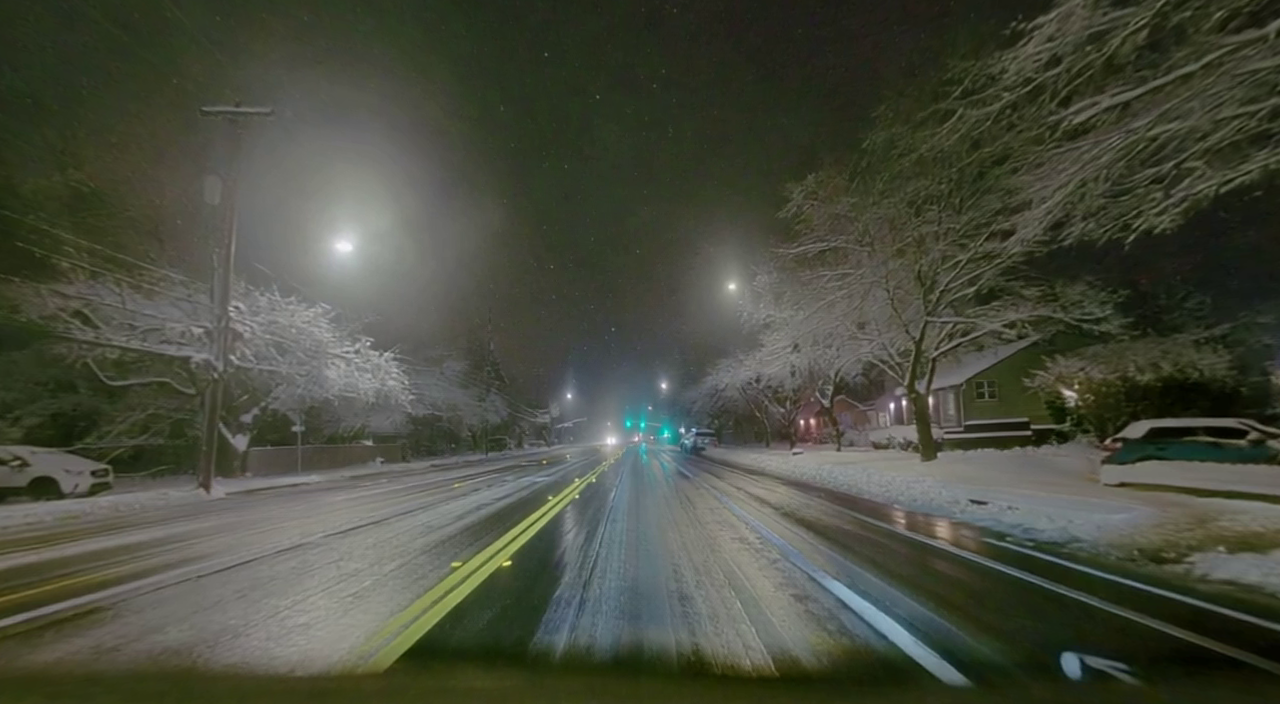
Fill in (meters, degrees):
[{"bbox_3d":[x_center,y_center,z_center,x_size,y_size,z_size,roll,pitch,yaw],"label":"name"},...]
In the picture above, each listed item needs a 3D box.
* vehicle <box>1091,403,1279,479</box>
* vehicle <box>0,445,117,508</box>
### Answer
[{"bbox_3d":[12.967,1.883,13.452,2.066,1.474,4.892,4,-11,-39],"label":"vehicle"},{"bbox_3d":[-20.991,4.019,20.645,5.505,1.914,2.396,0,-8,0],"label":"vehicle"}]
